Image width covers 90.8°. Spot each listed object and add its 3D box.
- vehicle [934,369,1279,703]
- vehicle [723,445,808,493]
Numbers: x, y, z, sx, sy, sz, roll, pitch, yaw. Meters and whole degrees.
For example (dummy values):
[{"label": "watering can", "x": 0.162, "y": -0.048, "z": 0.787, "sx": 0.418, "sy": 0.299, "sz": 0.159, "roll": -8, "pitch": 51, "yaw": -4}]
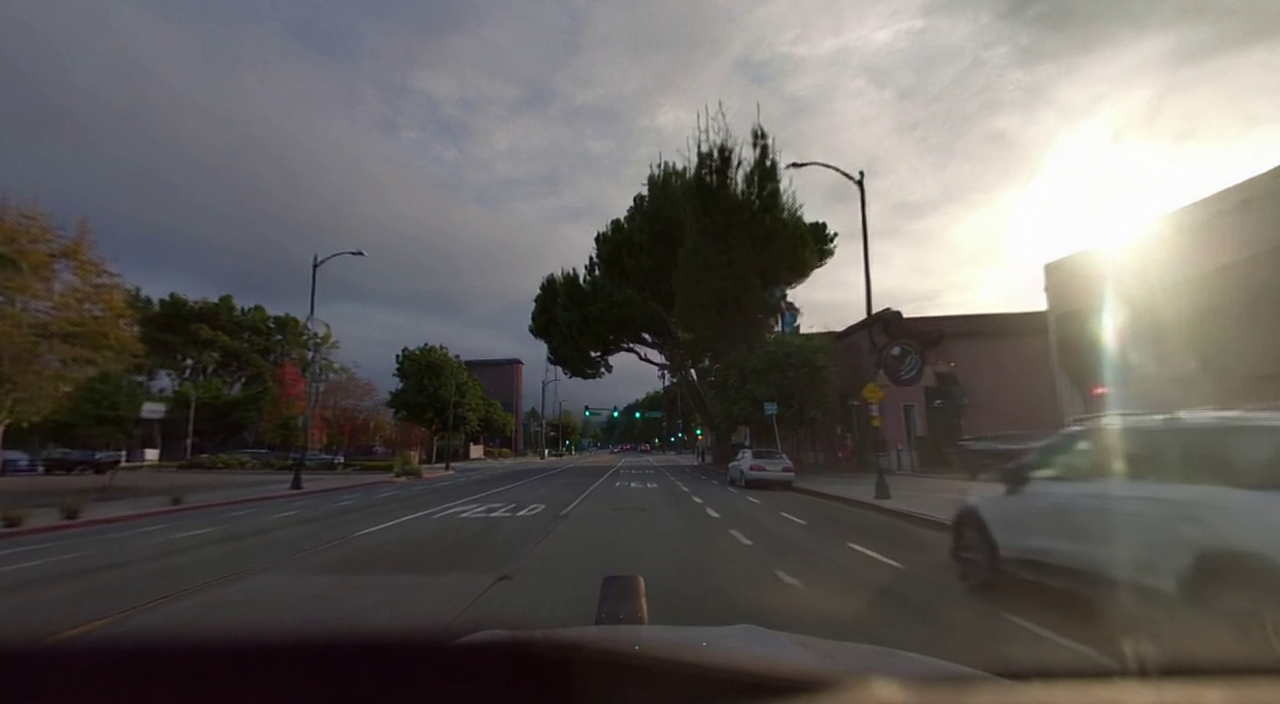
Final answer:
[{"label": "vehicle", "x": 4.084, "y": 1.150, "z": 4.297, "sx": 1.957, "sy": 1.753, "sz": 4.413, "roll": 0, "pitch": -8, "yaw": -1}, {"label": "vehicle", "x": 4.192, "y": 3.963, "z": 21.784, "sx": 1.856, "sy": 1.462, "sz": 4.501, "roll": 0, "pitch": -8, "yaw": -2}]
